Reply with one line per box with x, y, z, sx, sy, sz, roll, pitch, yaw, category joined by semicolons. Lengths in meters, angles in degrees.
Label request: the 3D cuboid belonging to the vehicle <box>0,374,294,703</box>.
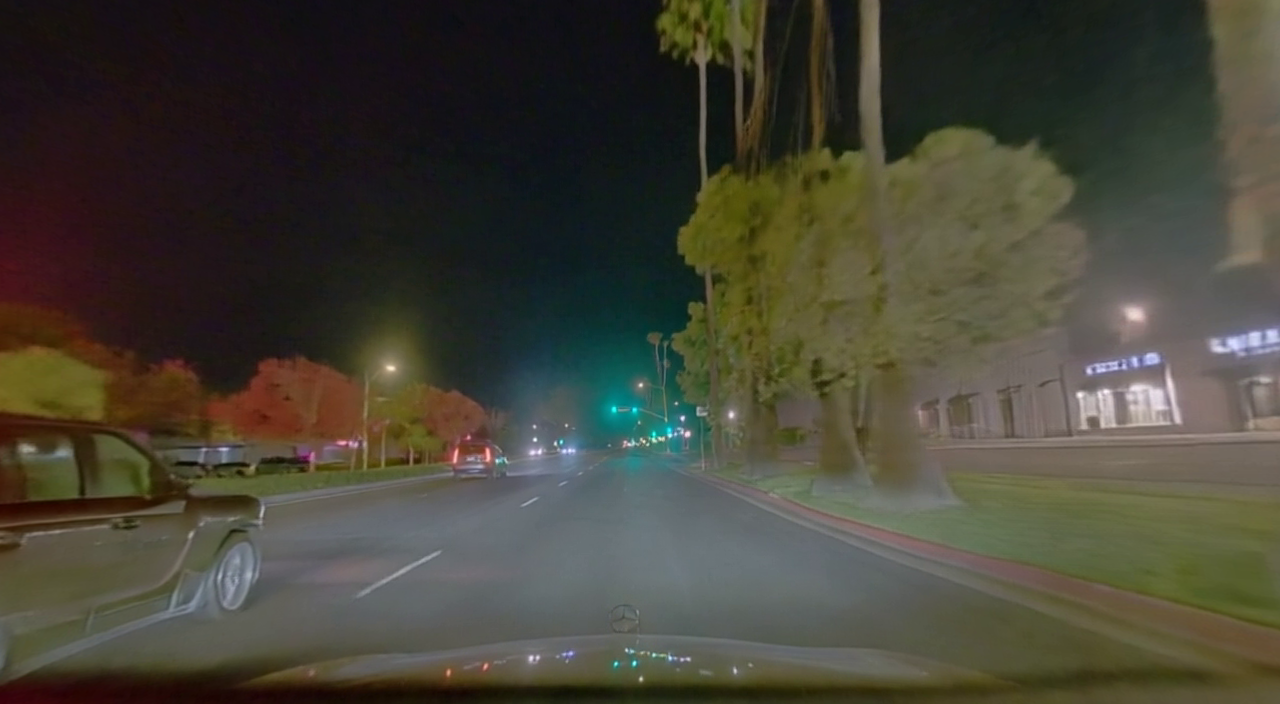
-4.000;0.996;3.274;2.041;1.666;4.182;0;-8;-1;vehicle

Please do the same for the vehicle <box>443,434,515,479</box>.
-7.125;4.658;28.342;2.136;1.844;4.363;0;-8;-1;vehicle
